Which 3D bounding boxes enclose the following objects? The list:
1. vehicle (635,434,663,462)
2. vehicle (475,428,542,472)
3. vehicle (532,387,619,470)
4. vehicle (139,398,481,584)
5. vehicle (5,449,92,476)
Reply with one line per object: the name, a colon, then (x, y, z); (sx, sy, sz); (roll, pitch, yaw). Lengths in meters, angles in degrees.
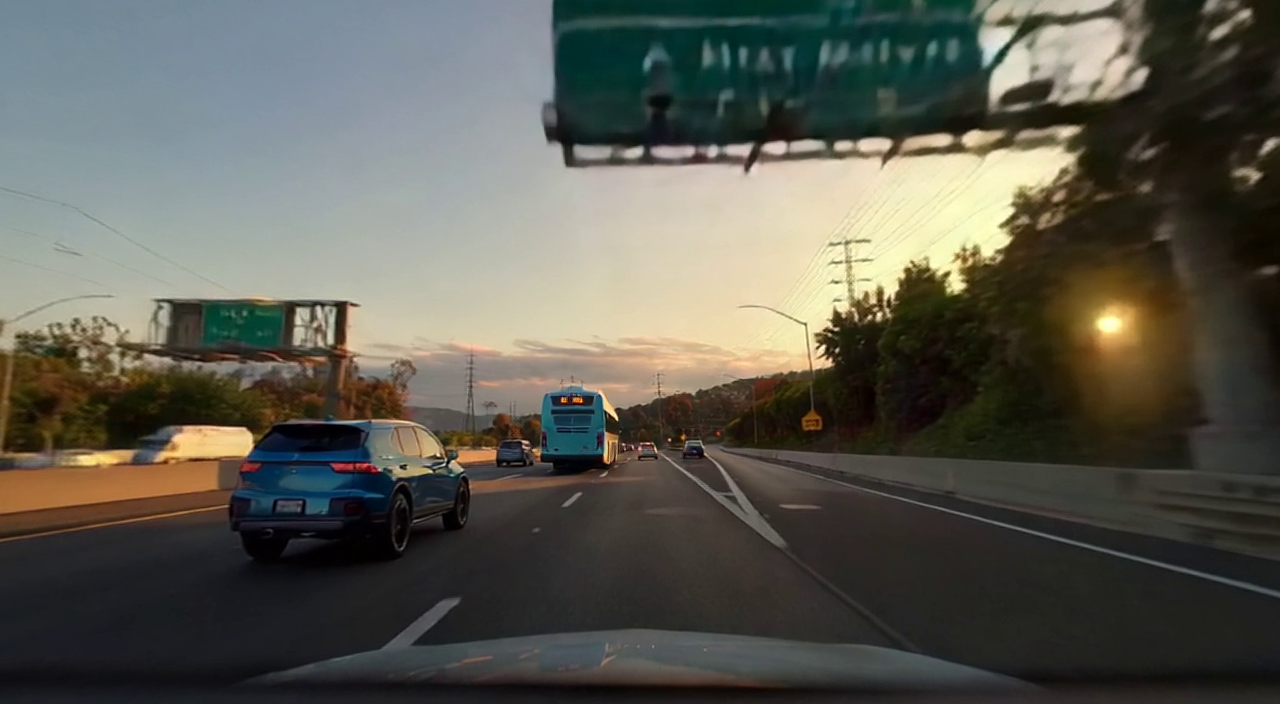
vehicle: (0.671, 7.375, 48.467); (2.083, 2.001, 4.782); (0, -8, 0)
vehicle: (-6.978, 5.309, 34.336); (2.282, 2.116, 6.030); (0, -8, 1)
vehicle: (-3.139, 4.407, 34.700); (3.382, 3.712, 11.766); (1, -9, 1)
vehicle: (-3.645, 1.616, 8.093); (2.021, 1.730, 4.223); (0, -8, 1)
vehicle: (-32.076, 5.961, 34.306); (1.451, 1.350, 3.282); (0, -8, 3)
